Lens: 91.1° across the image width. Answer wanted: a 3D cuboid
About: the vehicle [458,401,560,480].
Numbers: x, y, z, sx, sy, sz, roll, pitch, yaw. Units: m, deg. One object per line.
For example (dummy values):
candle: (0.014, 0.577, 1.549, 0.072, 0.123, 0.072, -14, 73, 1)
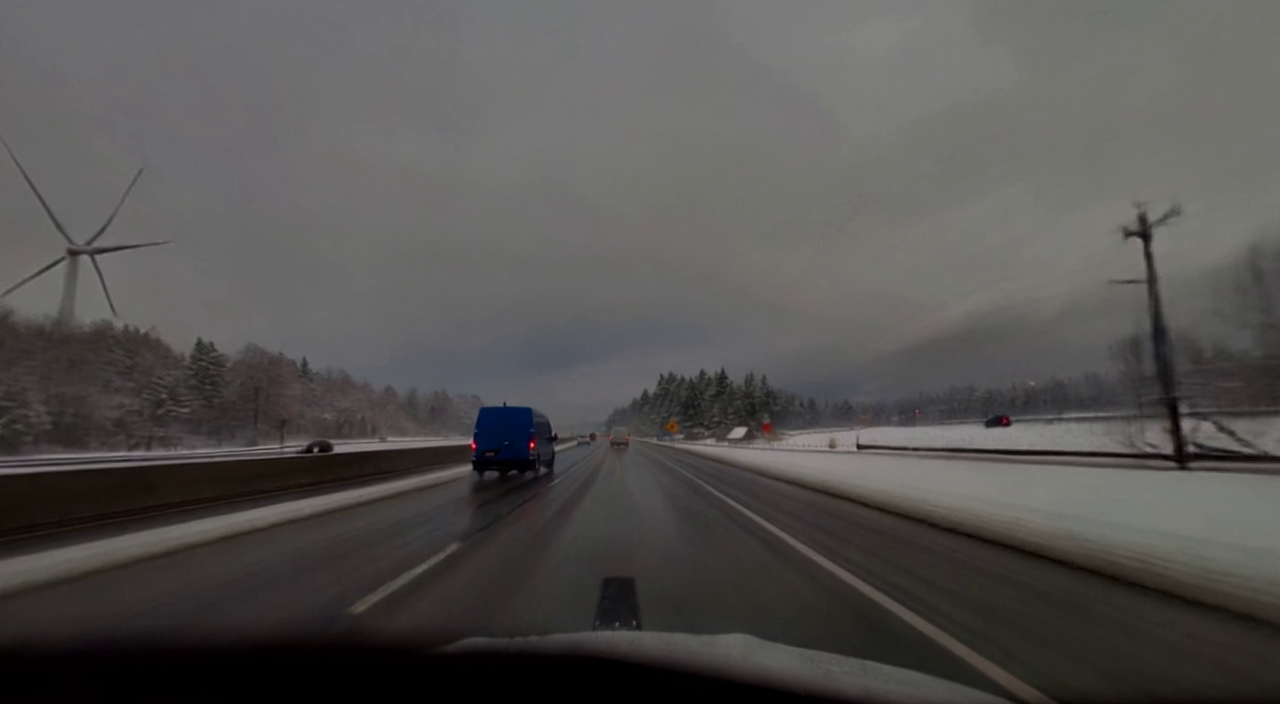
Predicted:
vehicle: (-4.186, 2.938, 21.091, 2.303, 2.323, 5.089, 0, -8, 0)
